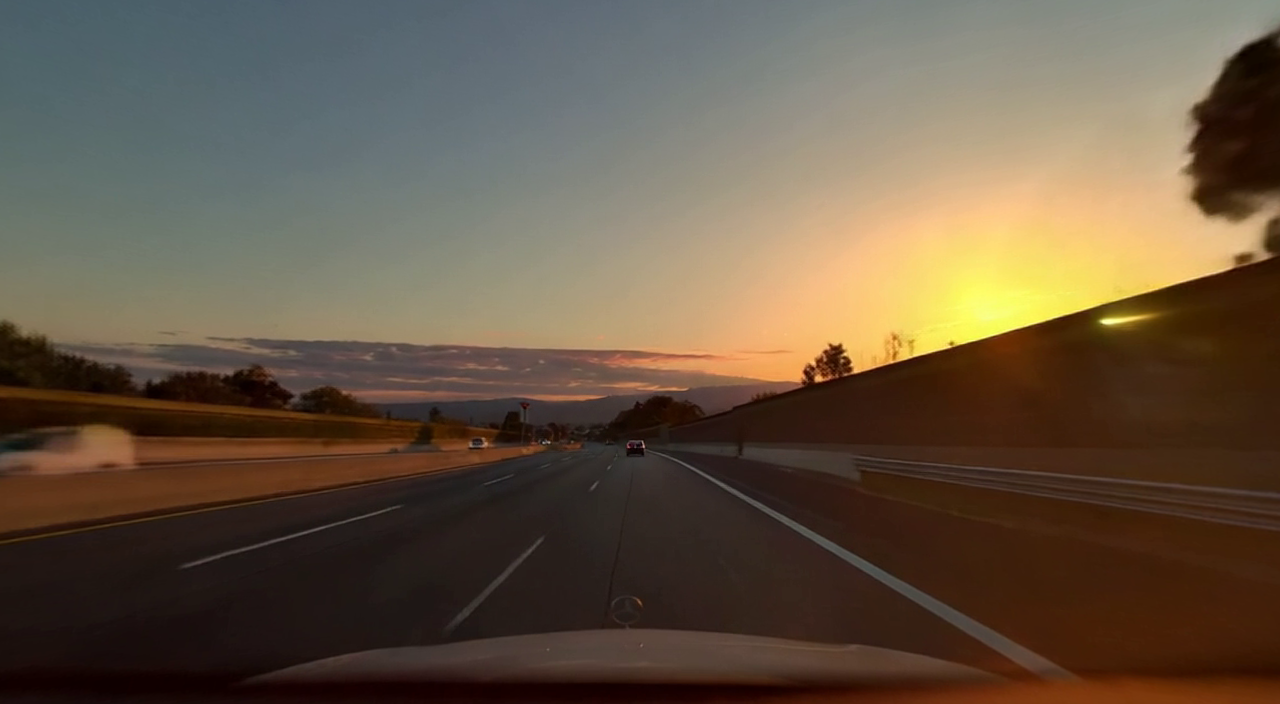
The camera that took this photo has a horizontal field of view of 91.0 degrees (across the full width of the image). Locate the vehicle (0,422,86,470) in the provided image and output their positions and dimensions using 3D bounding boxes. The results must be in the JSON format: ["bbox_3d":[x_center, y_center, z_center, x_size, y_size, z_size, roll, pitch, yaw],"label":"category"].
[{"bbox_3d":[-24.026,3.529,23.609,2.268,1.693,4.484,-1,-8,0],"label":"vehicle"}]
